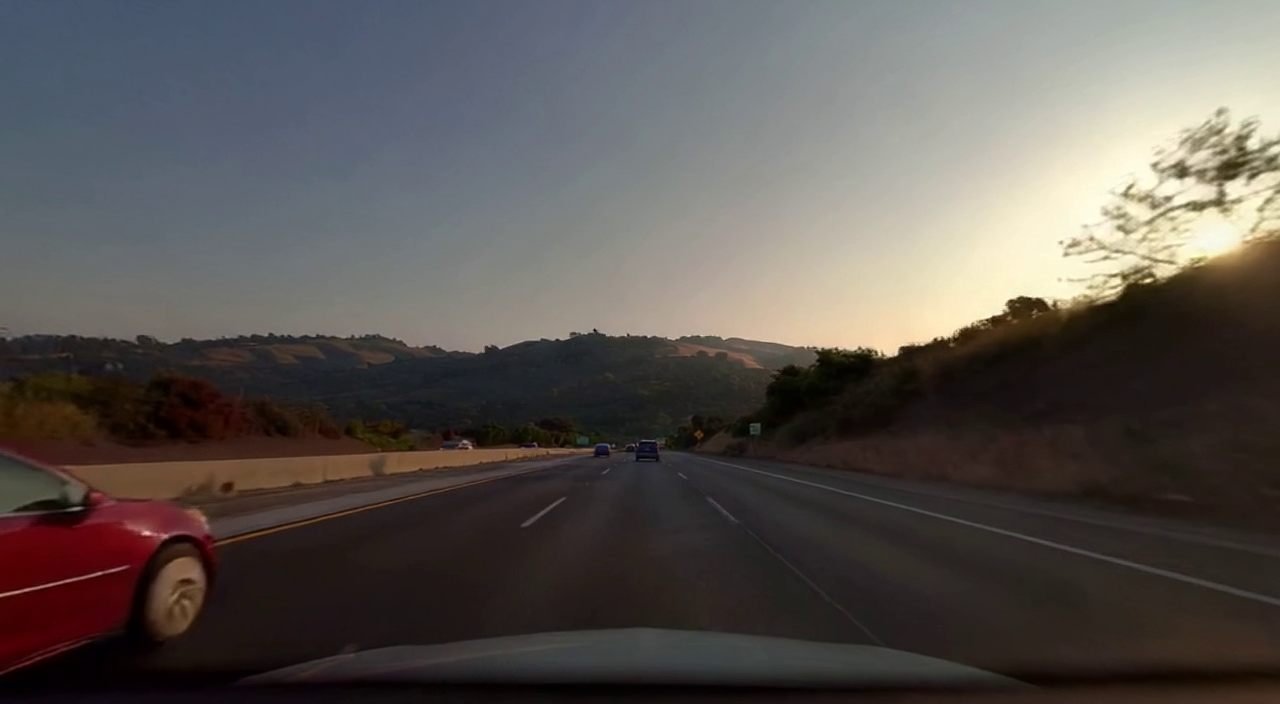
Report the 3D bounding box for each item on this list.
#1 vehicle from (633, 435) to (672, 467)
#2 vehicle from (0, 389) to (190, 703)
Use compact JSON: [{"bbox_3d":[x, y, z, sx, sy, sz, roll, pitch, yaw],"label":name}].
[{"bbox_3d":[0.770,6.164,39.283,2.272,1.836,4.866,0,-8,1],"label":"vehicle"},{"bbox_3d":[-3.538,0.755,1.241,2.044,1.557,4.277,0,-8,1],"label":"vehicle"}]
